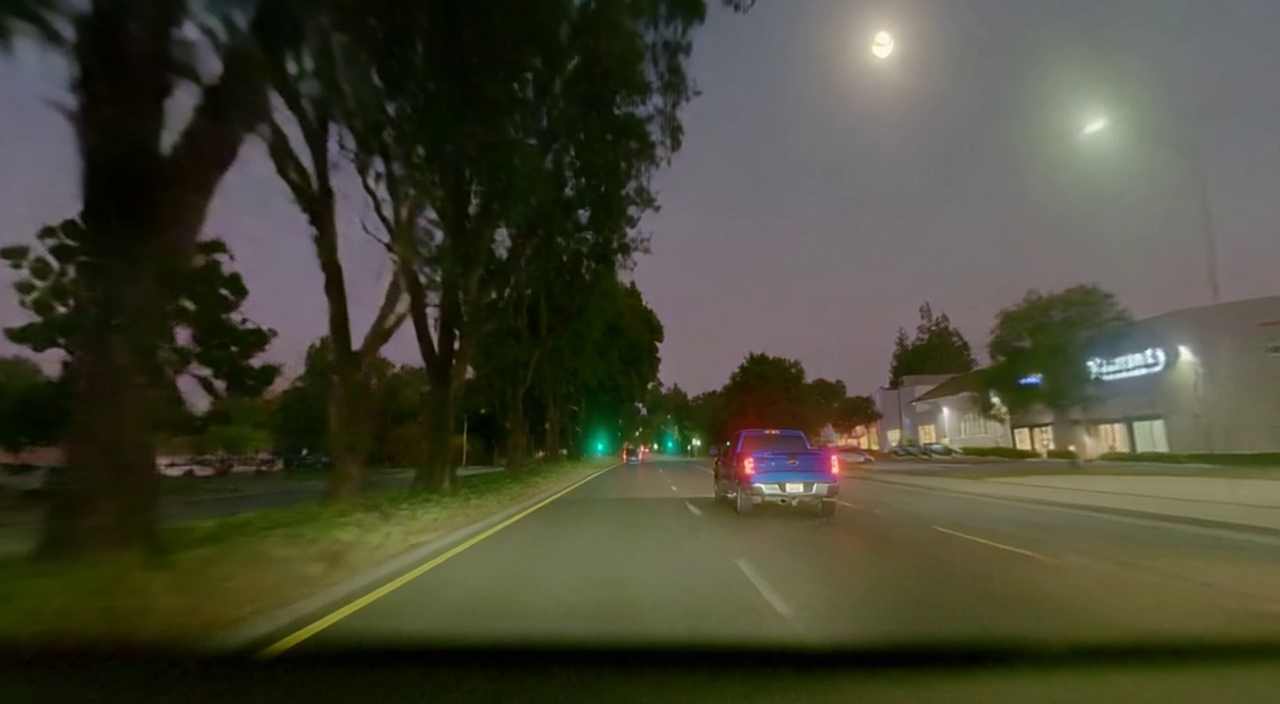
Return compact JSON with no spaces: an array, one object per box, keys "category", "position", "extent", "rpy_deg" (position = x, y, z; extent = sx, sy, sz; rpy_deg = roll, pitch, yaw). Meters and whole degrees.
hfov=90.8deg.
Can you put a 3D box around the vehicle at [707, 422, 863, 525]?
[{"category":"vehicle","position":[2.899,2.586,14.071],"extent":[2.138,1.836,5.245],"rpy_deg":[0,-9,-1]}]

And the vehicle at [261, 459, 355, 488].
[{"category":"vehicle","position":[-22.477,8.229,42.914],"extent":[5.074,1.804,2.283],"rpy_deg":[-1,-9,3]}]

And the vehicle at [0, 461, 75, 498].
[{"category":"vehicle","position":[-29.719,6.022,29.975],"extent":[3.749,1.600,2.011],"rpy_deg":[0,-9,-2]}]
